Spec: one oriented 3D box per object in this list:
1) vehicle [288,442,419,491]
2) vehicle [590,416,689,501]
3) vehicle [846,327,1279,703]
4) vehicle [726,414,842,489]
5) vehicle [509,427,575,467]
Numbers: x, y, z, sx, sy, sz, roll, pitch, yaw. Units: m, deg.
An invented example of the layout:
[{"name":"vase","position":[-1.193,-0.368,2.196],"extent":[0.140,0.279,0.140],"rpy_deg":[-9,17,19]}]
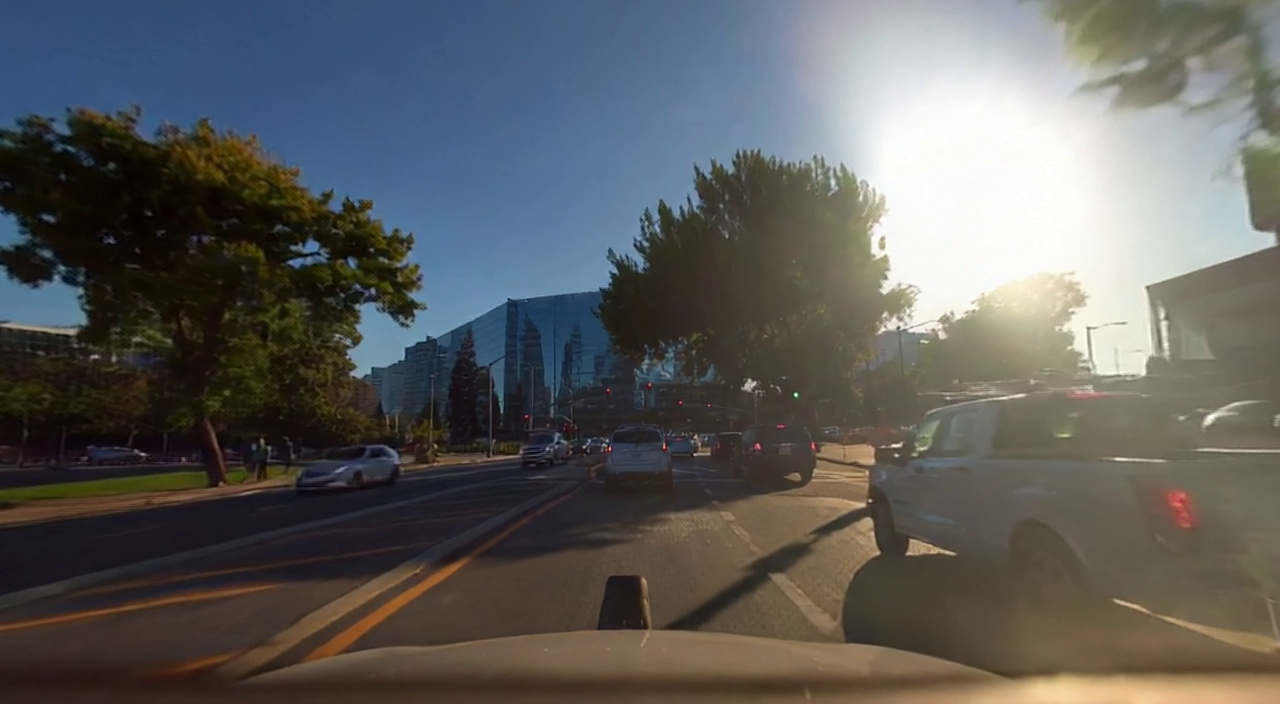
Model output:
[{"name":"vehicle","position":[-9.520,3.805,21.467],"extent":[1.953,1.476,4.747],"rpy_deg":[-1,-8,4]},{"name":"vehicle","position":[0.117,2.544,15.381],"extent":[2.113,1.768,3.901],"rpy_deg":[0,-8,4]},{"name":"vehicle","position":[3.452,1.091,5.107],"extent":[2.114,1.765,4.647],"rpy_deg":[0,-8,2]},{"name":"vehicle","position":[3.986,2.920,18.755],"extent":[2.317,1.857,5.940],"rpy_deg":[0,-8,3]},{"name":"vehicle","position":[-5.360,5.301,35.343],"extent":[2.355,2.005,5.673],"rpy_deg":[-1,-8,5]}]
